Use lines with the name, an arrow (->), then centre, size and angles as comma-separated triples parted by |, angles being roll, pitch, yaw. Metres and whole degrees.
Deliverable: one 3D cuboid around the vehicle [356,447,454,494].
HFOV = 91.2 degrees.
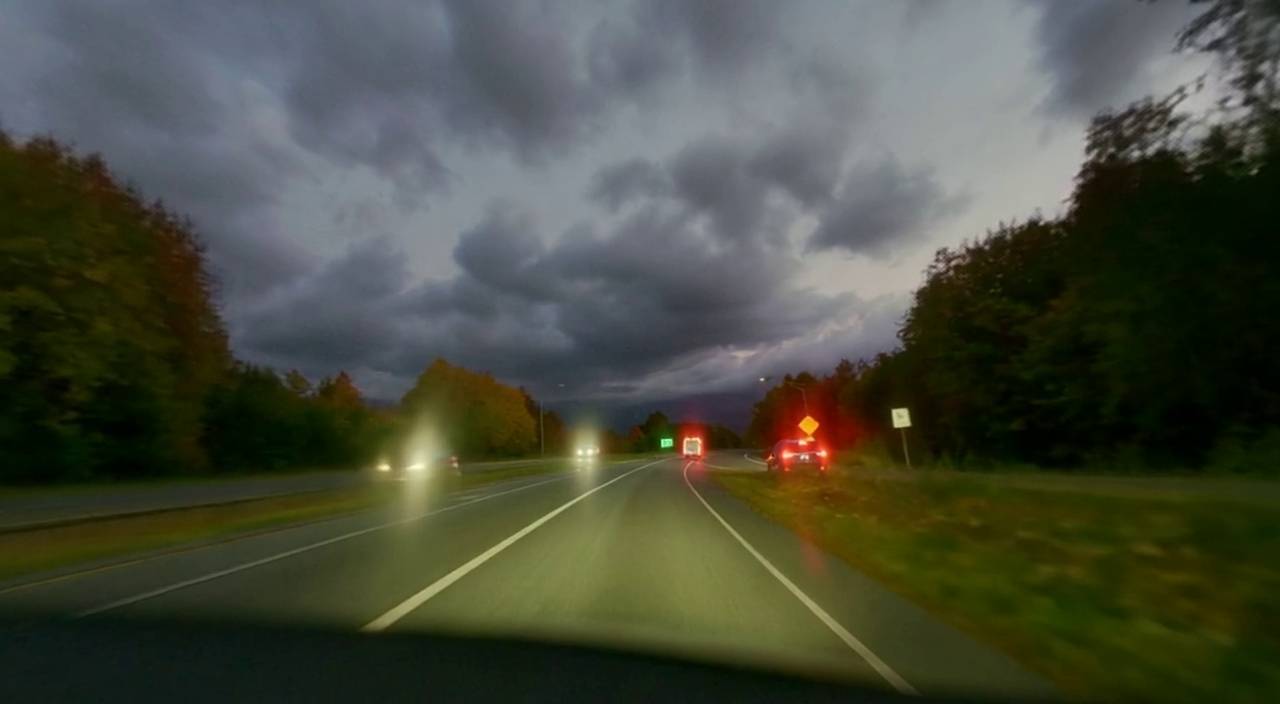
vehicle -> -8.366, 4.222, 22.729 | 1.858, 1.498, 4.096 | -1, -9, 2
